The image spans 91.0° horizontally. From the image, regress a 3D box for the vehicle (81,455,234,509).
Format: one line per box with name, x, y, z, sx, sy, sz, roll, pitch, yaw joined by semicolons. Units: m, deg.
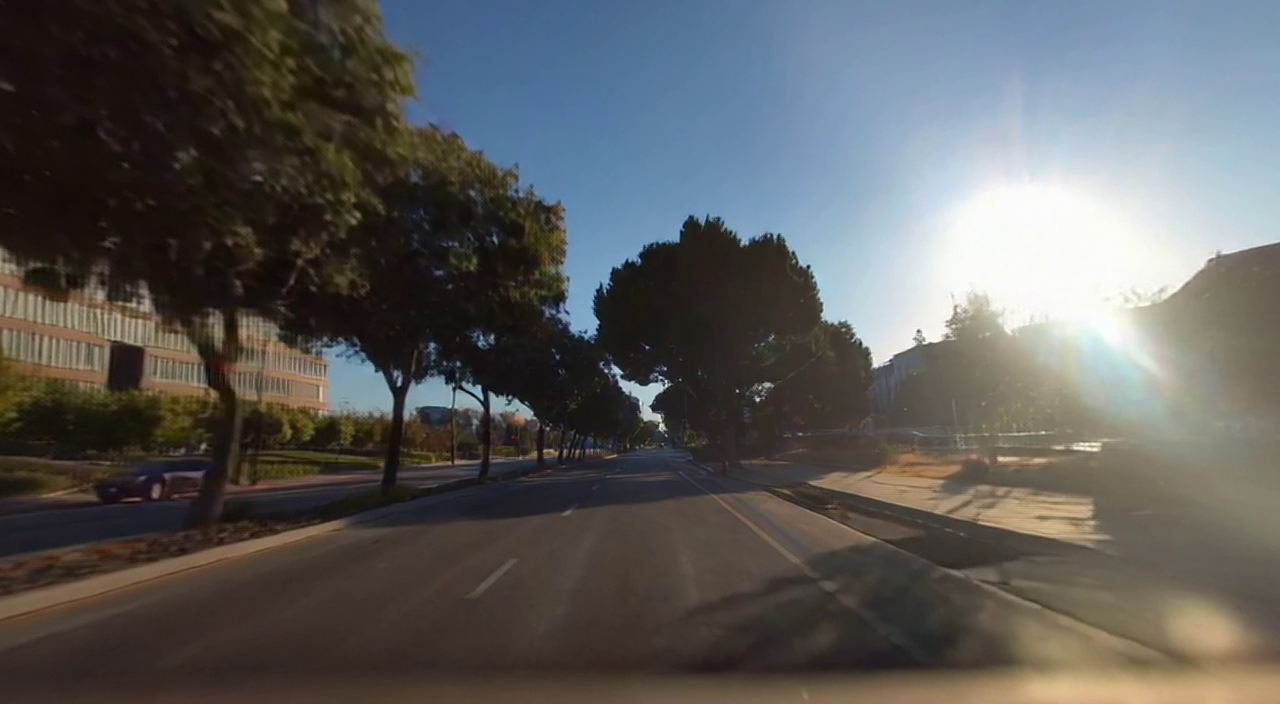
vehicle;-16.731;4.493;22.219;1.807;1.570;4.557;-1;-9;0
